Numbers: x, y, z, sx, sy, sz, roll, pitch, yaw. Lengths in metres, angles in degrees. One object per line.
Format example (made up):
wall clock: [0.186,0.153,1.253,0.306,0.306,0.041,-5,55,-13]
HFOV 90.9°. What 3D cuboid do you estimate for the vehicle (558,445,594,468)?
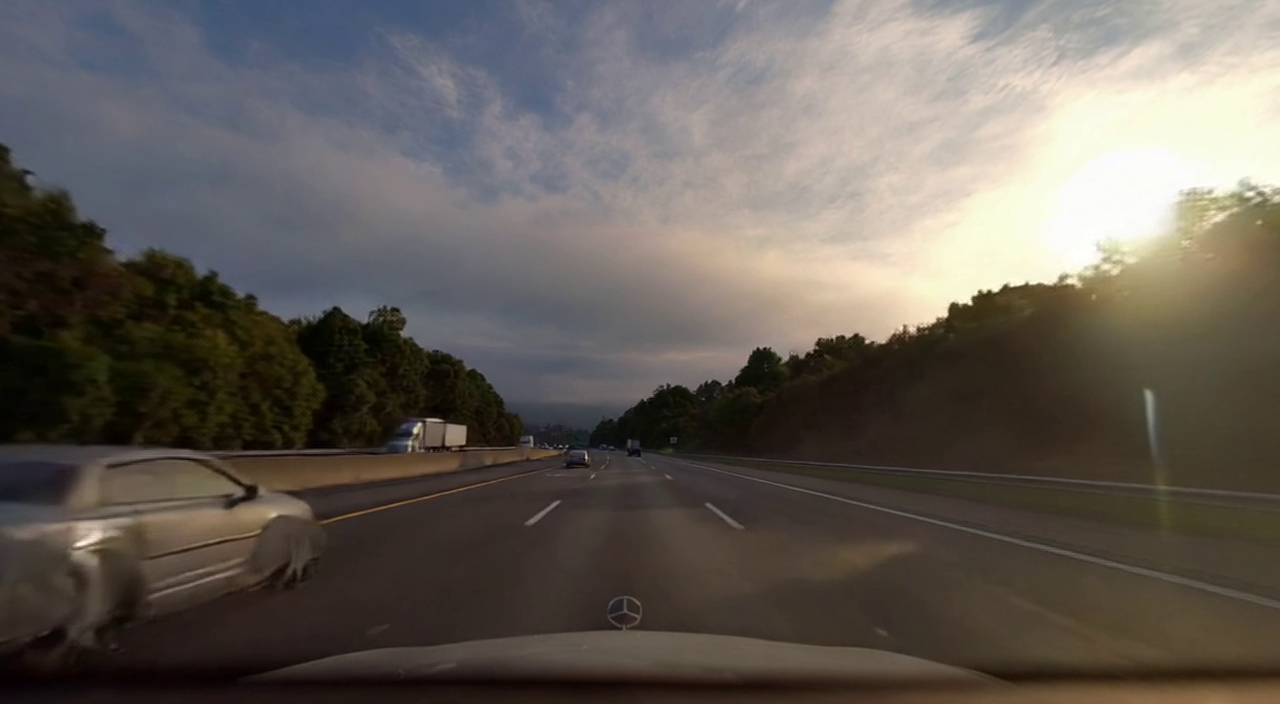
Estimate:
vehicle: [-4.411,7.270,44.008,2.022,1.513,4.613,1,-9,-1]

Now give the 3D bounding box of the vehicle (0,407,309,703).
vehicle: [-4.229,1.085,3.580,2.169,1.473,4.631,0,-9,0]
